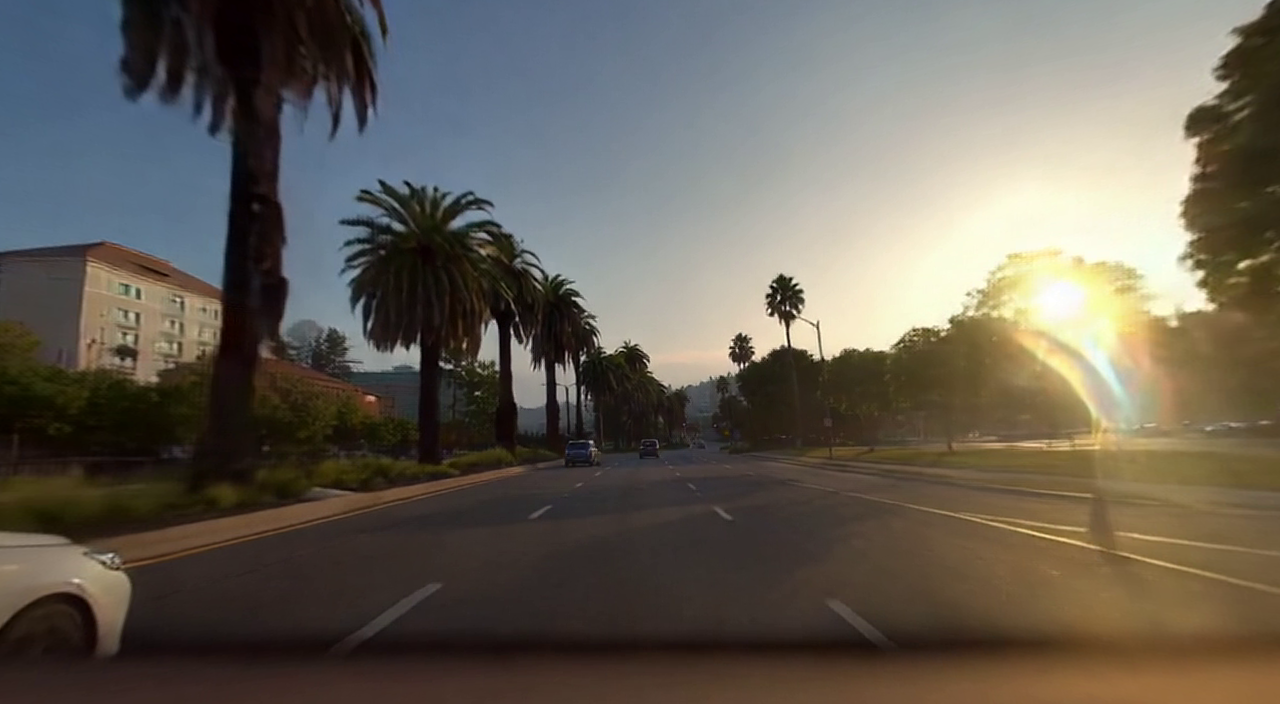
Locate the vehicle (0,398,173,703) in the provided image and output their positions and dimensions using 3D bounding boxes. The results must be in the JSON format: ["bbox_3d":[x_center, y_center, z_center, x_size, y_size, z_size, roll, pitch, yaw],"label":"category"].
[{"bbox_3d":[-3.454,0.688,0.784,2.036,1.478,4.771,0,-8,0],"label":"vehicle"}]

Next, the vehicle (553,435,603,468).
[{"bbox_3d":[-3.535,5.782,36.737,2.188,1.819,4.667,0,-8,3],"label":"vehicle"}]
